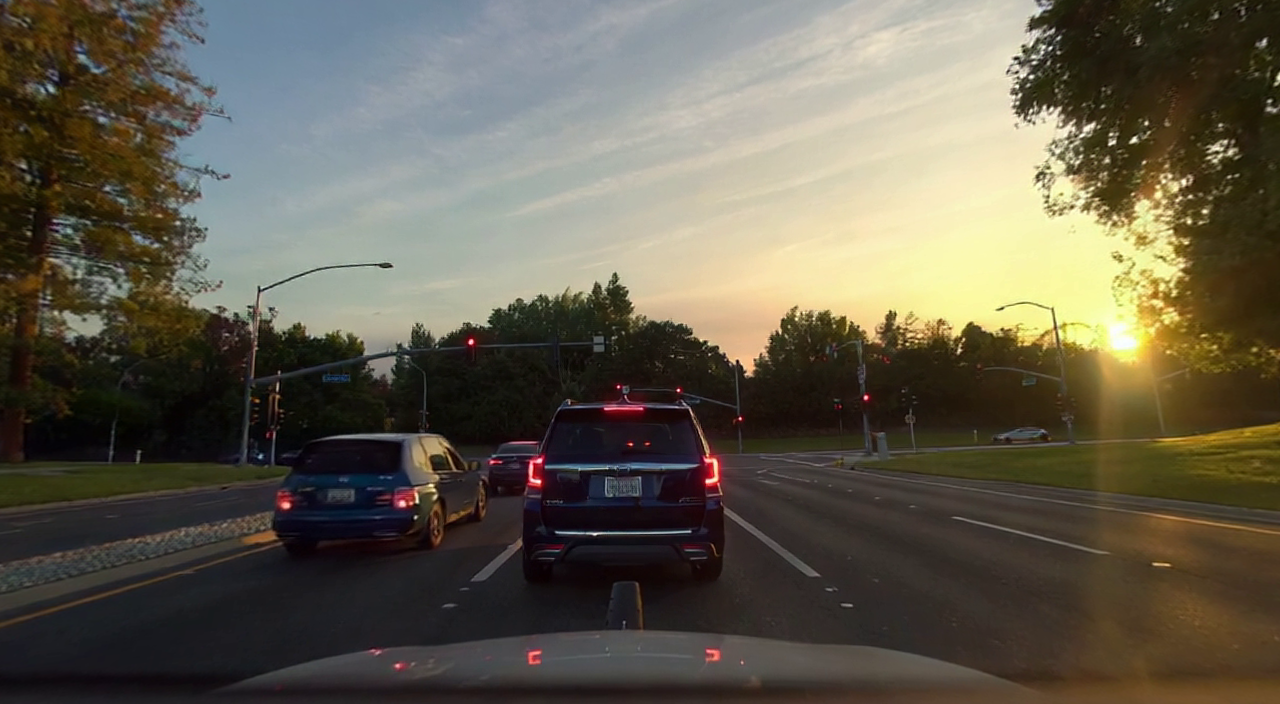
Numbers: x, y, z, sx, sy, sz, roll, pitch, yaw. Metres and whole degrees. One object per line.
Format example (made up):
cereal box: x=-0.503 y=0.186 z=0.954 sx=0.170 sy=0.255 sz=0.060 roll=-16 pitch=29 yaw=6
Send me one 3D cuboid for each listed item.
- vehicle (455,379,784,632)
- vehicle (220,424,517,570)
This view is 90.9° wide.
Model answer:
vehicle: x=-0.167 y=1.380 z=6.584 sx=2.298 sy=1.770 sz=4.138 roll=0 pitch=-8 yaw=-1
vehicle: x=-3.352 y=1.897 z=9.229 sx=2.061 sy=1.504 sz=5.142 roll=0 pitch=-8 yaw=0
